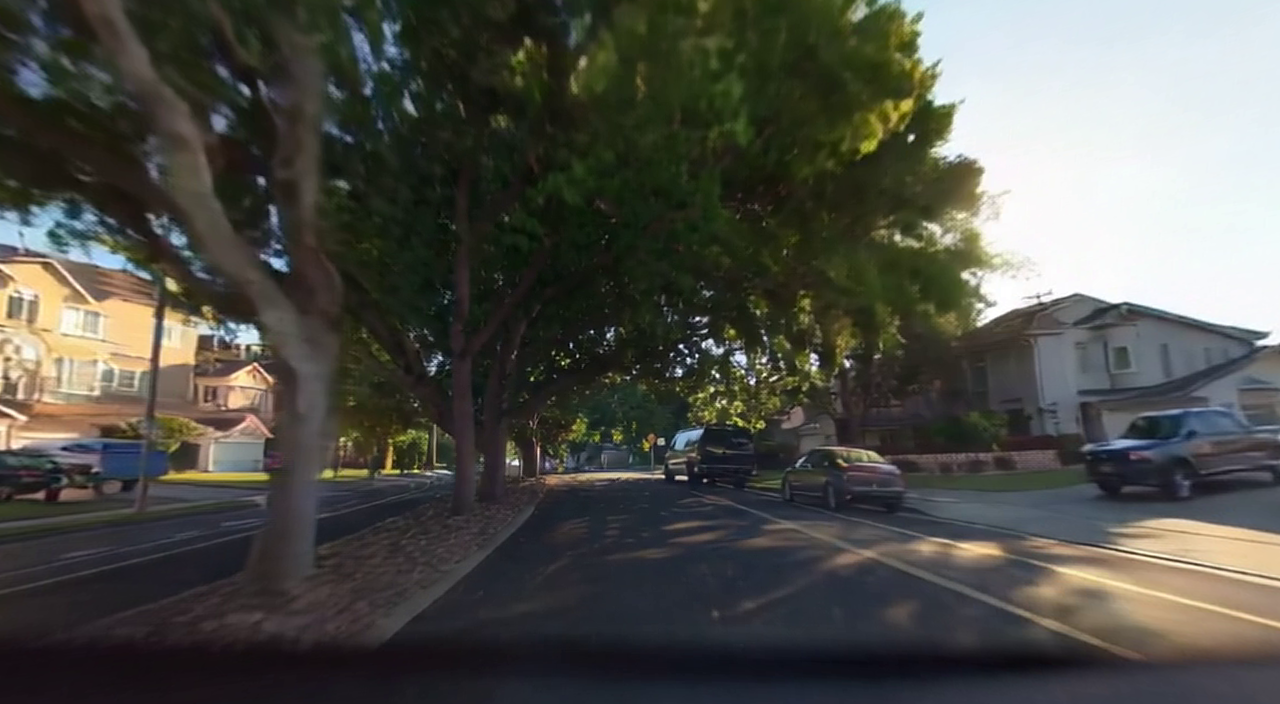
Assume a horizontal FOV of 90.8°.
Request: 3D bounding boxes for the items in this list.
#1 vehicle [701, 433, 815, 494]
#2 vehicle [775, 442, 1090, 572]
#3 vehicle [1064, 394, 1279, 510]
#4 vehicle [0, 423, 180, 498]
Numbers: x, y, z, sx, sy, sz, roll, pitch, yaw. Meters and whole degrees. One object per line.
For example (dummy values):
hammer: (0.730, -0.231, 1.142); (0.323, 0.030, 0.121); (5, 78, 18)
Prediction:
vehicle: (4.449, 4.381, 25.407); (2.670, 2.085, 6.775); (1, -9, -5)
vehicle: (4.591, 2.467, 11.163); (2.713, 1.671, 4.939); (1, -8, -8)
vehicle: (14.420, 2.347, 14.793); (6.635, 2.414, 2.896); (-2, -11, 6)
vehicle: (-19.574, 3.667, 21.490); (5.680, 2.354, 2.326); (1, -10, -12)
